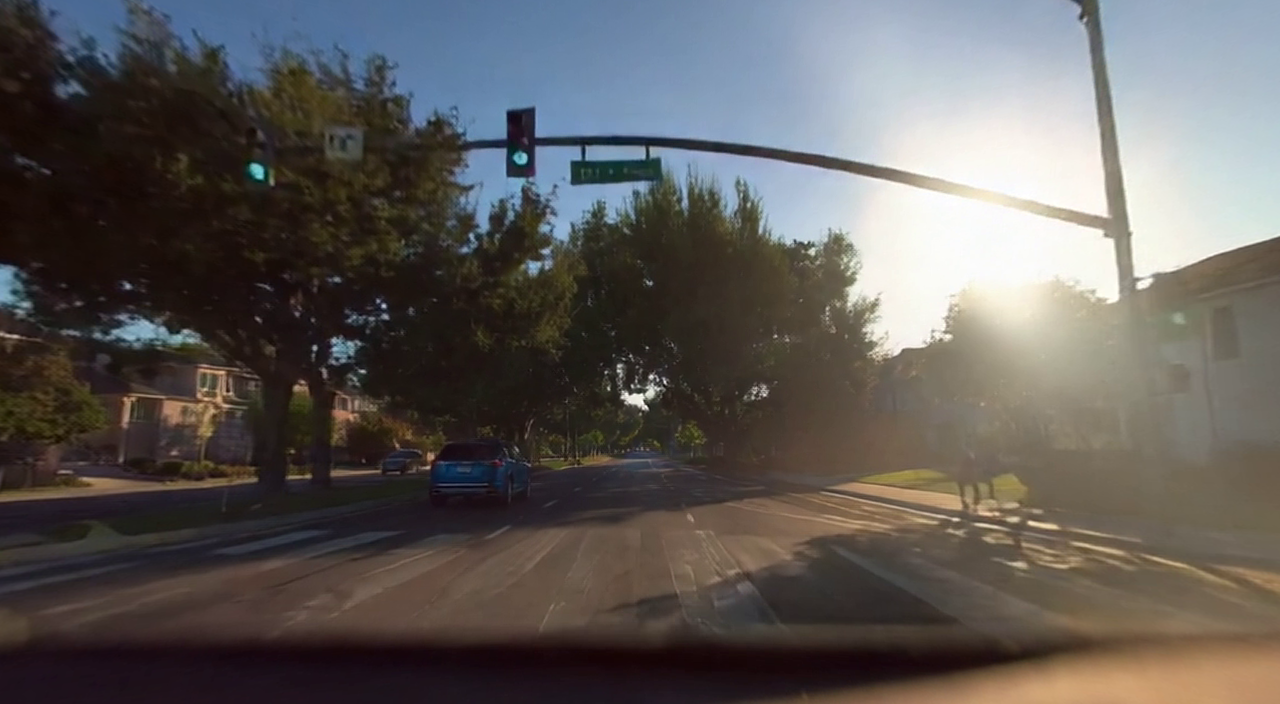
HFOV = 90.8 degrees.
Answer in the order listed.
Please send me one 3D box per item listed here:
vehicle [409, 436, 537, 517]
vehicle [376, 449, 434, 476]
[{"bbox_3d":[-3.977,3.010,15.894,1.993,1.733,4.262,0,-8,1],"label":"vehicle"},{"bbox_3d":[-16.669,7.849,45.057,2.202,1.724,4.934,0,-8,1],"label":"vehicle"}]
